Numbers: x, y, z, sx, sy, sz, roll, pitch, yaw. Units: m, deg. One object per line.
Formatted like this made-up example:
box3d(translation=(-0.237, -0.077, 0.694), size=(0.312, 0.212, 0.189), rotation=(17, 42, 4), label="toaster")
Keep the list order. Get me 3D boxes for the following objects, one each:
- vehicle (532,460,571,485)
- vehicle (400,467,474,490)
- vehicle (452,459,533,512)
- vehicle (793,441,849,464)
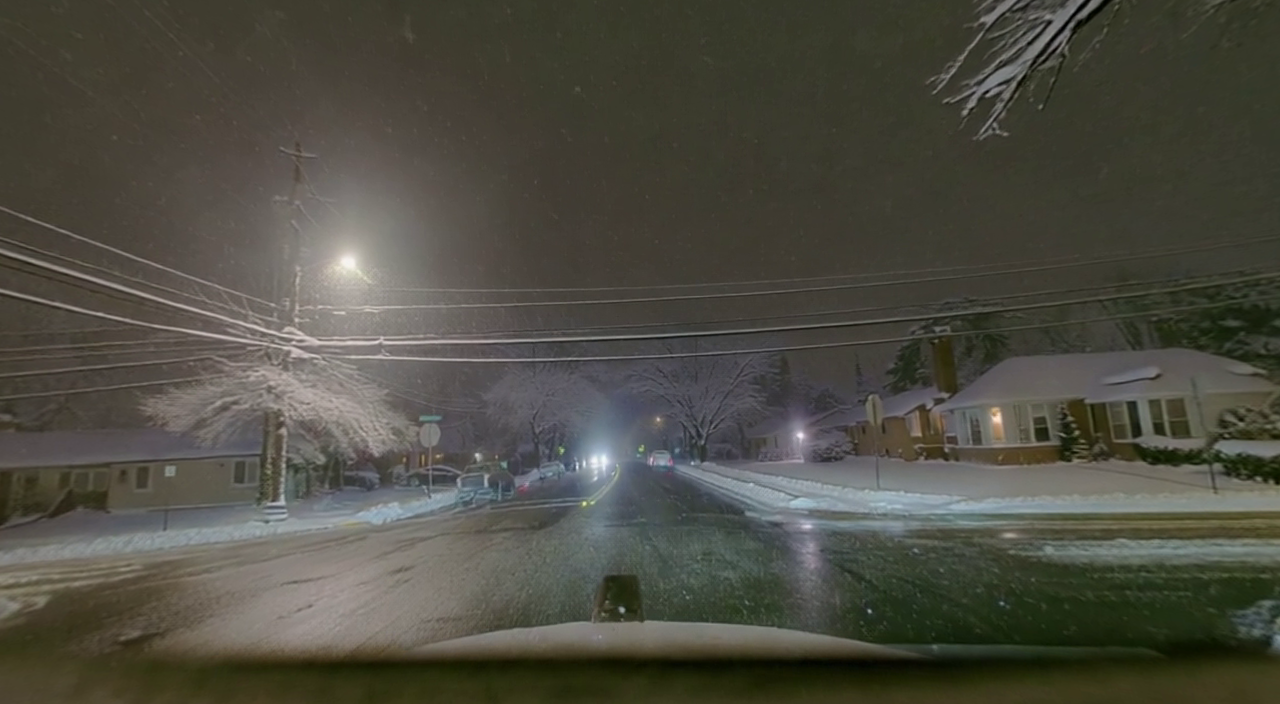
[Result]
box3d(translation=(-6.558, 8.933, 46.976), size=(2.133, 1.525, 4.401), rotation=(-4, -9, 0), label="vehicle")
box3d(translation=(-14.200, 8.859, 44.211), size=(4.601, 1.486, 1.876), rotation=(-2, -8, 12), label="vehicle")
box3d(translation=(-6.200, 5.627, 27.068), size=(2.149, 1.823, 4.613), rotation=(-6, -10, 1), label="vehicle")
box3d(translation=(12.433, 6.926, 43.518), size=(3.563, 1.551, 1.916), rotation=(-2, -8, 12), label="vehicle")
